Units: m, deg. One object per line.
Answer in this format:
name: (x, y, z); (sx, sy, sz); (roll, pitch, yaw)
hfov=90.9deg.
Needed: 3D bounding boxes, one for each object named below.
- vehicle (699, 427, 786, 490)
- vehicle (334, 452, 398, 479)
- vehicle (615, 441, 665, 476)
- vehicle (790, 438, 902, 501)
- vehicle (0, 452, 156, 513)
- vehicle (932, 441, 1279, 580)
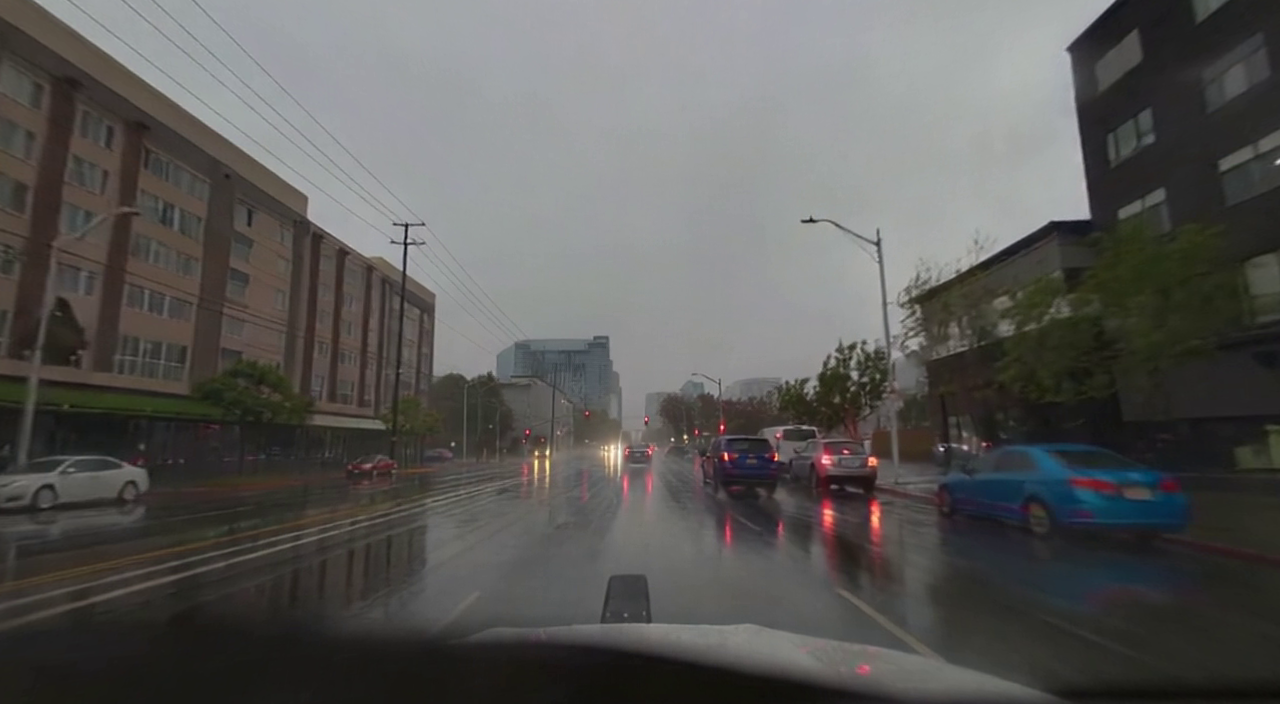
vehicle: (3.385, 3.661, 21.887); (2.159, 1.938, 4.836); (0, -9, -1)
vehicle: (-17.343, 7.185, 40.160); (1.924, 1.558, 4.620); (-1, -9, 1)
vehicle: (0.026, 5.126, 30.572); (2.245, 1.587, 4.094); (0, -9, 0)
vehicle: (6.862, 3.955, 21.701); (2.176, 1.901, 4.887); (0, -9, 0)
vehicle: (-17.460, 3.816, 18.943); (1.946, 1.471, 4.912); (-1, -8, 0)
vehicle: (6.644, 2.230, 9.795); (2.107, 1.589, 4.477); (1, -9, 1)
